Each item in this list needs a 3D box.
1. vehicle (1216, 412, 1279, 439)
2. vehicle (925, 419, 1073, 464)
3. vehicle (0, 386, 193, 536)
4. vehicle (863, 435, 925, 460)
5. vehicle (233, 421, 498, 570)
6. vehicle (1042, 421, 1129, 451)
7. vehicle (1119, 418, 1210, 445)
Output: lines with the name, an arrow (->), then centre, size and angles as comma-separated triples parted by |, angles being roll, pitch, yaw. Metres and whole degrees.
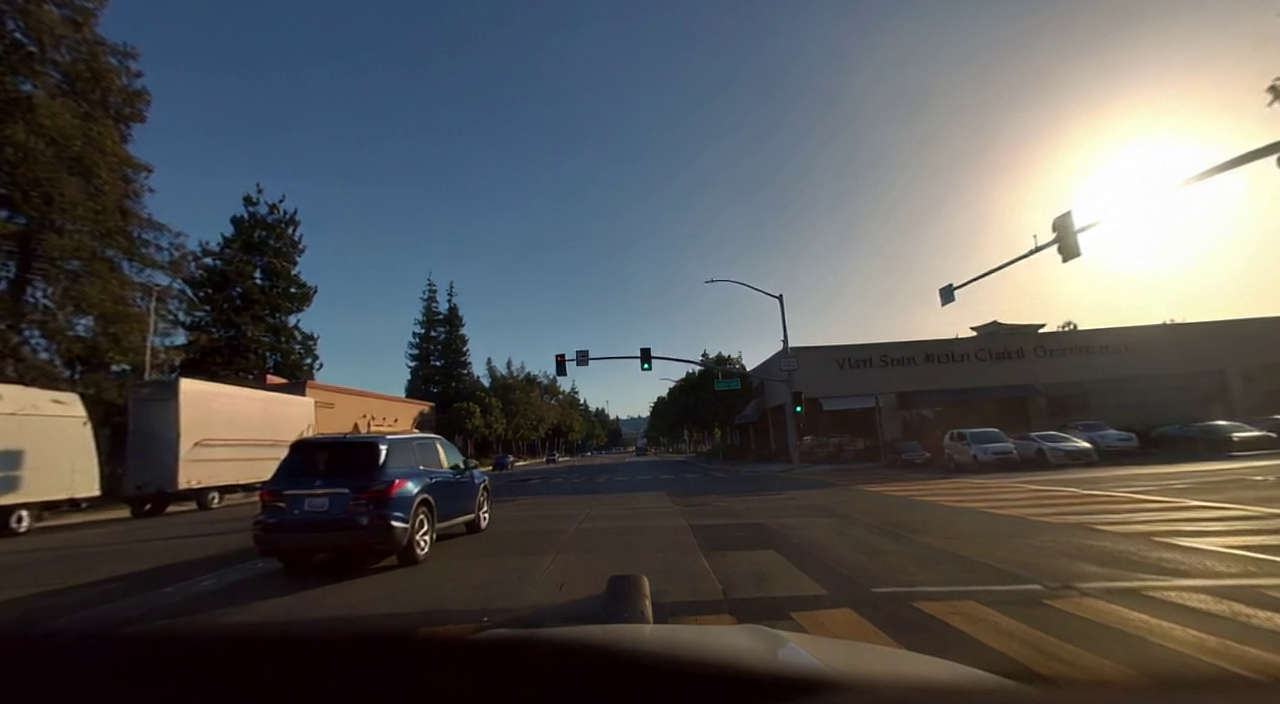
vehicle -> 38.332, 4.504, 38.483 | 1.715, 1.480, 4.701 | -1, -9, -1
vehicle -> 13.906, 3.496, 24.623 | 4.566, 1.670, 2.000 | 0, -9, -3
vehicle -> -16.518, 2.631, 15.273 | 3.161, 3.455, 11.058 | 0, -9, 0
vehicle -> 17.281, 6.491, 42.956 | 3.329, 1.415, 1.821 | -5, -9, 3
vehicle -> -3.594, 1.952, 9.384 | 1.934, 1.649, 4.490 | 0, -9, 0
vehicle -> 26.458, 5.037, 37.633 | 2.011, 1.656, 4.163 | 0, -9, -2
vehicle -> 31.179, 4.789, 37.635 | 1.823, 1.480, 4.003 | 0, -9, -3
